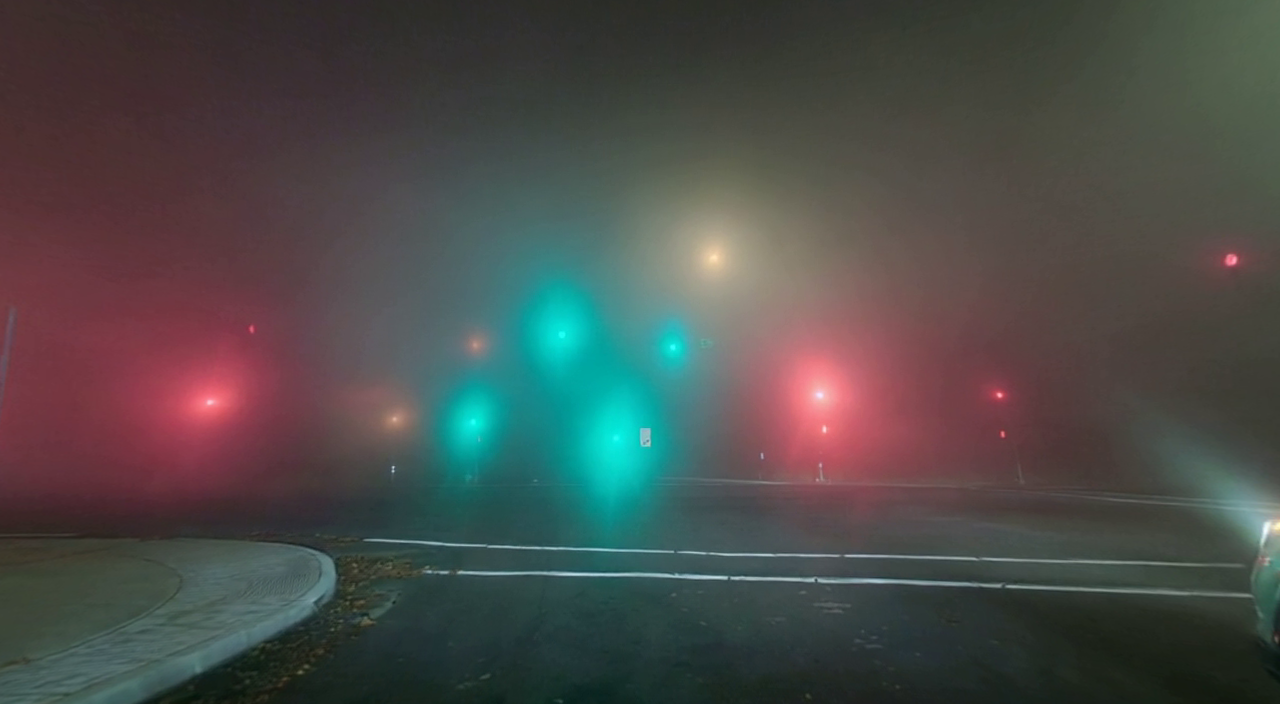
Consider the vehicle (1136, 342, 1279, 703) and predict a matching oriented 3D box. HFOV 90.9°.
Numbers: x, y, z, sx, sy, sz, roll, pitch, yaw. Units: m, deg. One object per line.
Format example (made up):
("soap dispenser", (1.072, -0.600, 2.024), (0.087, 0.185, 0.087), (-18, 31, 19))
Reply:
("vehicle", (3.052, 0.560, 0.503), (1.938, 1.648, 4.211), (-1, -8, 2))
